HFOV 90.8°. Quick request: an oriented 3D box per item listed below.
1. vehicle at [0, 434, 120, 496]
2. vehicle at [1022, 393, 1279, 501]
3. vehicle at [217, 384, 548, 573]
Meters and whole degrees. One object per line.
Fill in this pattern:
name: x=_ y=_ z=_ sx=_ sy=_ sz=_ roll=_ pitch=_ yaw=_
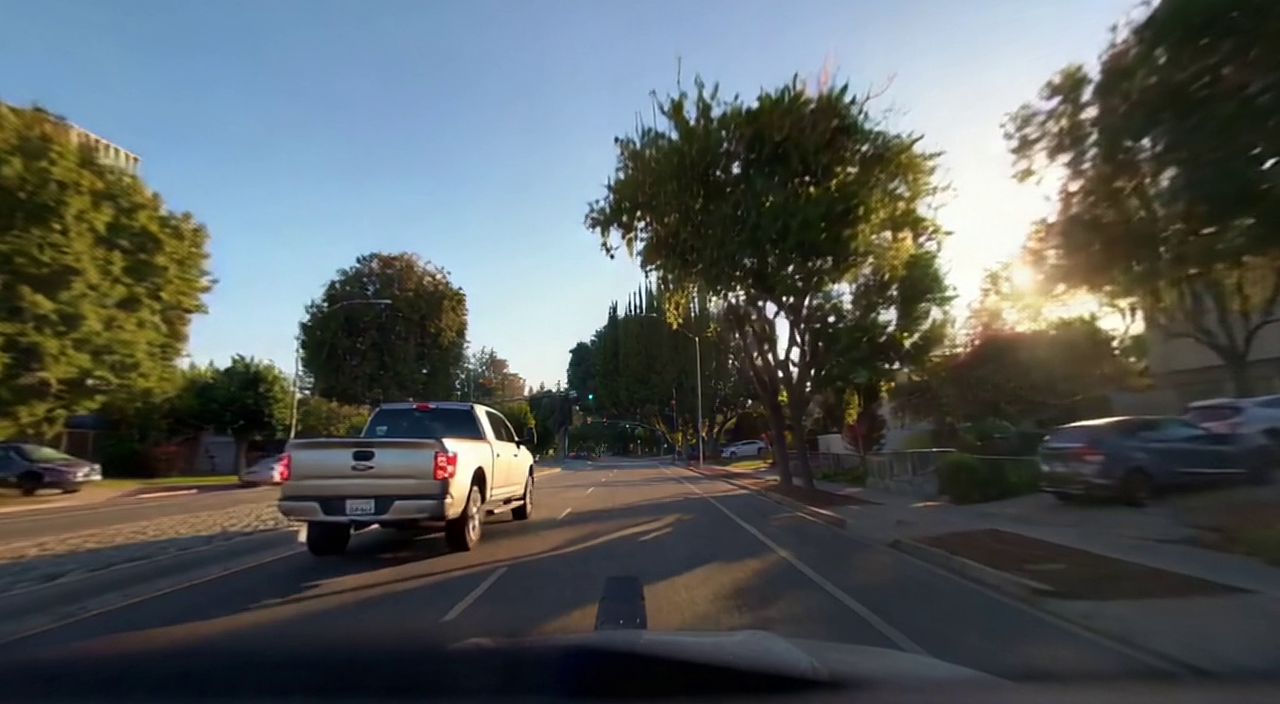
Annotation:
vehicle: x=-20.755 y=3.819 z=21.015 sx=5.096 sy=1.810 sz=2.071 roll=-3 pitch=-9 yaw=1
vehicle: x=9.651 y=1.597 z=10.946 sx=4.696 sy=1.555 sz=2.009 roll=-2 pitch=-9 yaw=-2
vehicle: x=-3.172 y=1.780 z=9.713 sx=2.508 sy=2.001 sz=5.880 roll=0 pitch=-9 yaw=1
